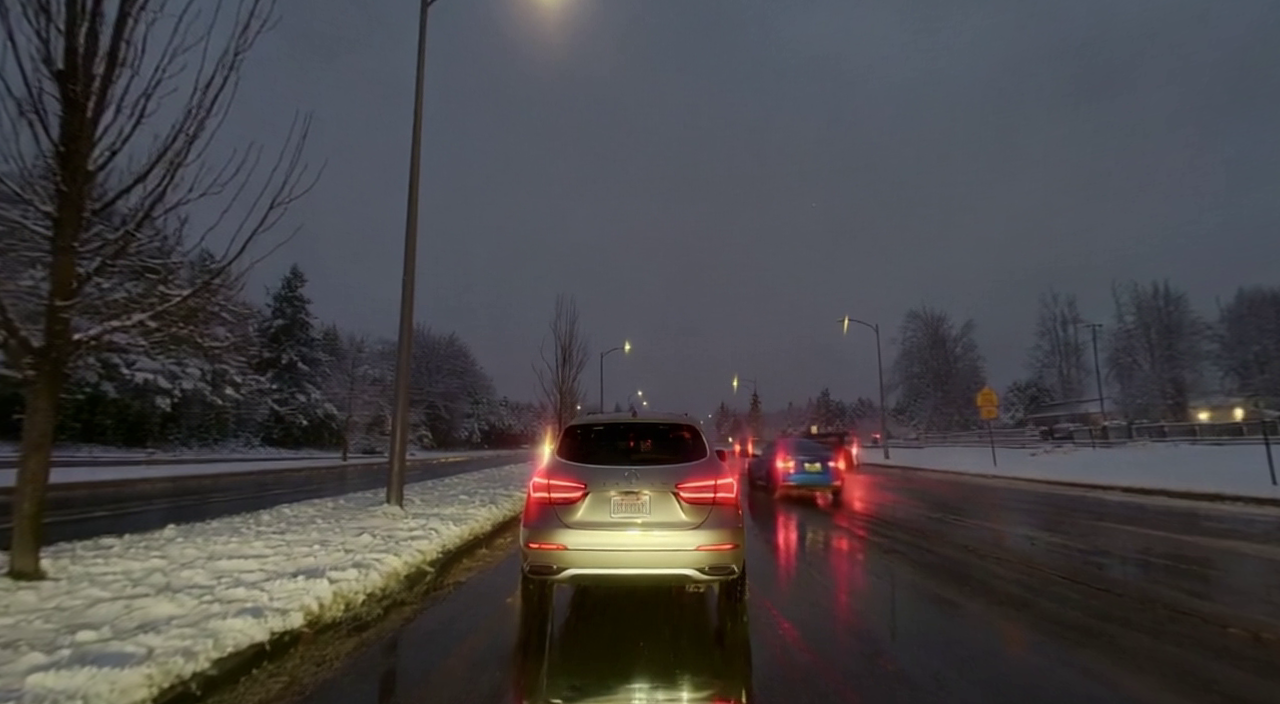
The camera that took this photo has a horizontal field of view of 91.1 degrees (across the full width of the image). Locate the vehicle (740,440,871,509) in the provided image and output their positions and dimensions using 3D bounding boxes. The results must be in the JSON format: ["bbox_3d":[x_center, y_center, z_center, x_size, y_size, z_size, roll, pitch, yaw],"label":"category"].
[{"bbox_3d":[3.919,2.970,15.778,2.058,1.468,4.339,0,-8,-1],"label":"vehicle"}]

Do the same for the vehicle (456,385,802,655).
[{"bbox_3d":[-0.084,1.356,6.065,2.172,1.694,4.055,0,-8,-1],"label":"vehicle"}]
